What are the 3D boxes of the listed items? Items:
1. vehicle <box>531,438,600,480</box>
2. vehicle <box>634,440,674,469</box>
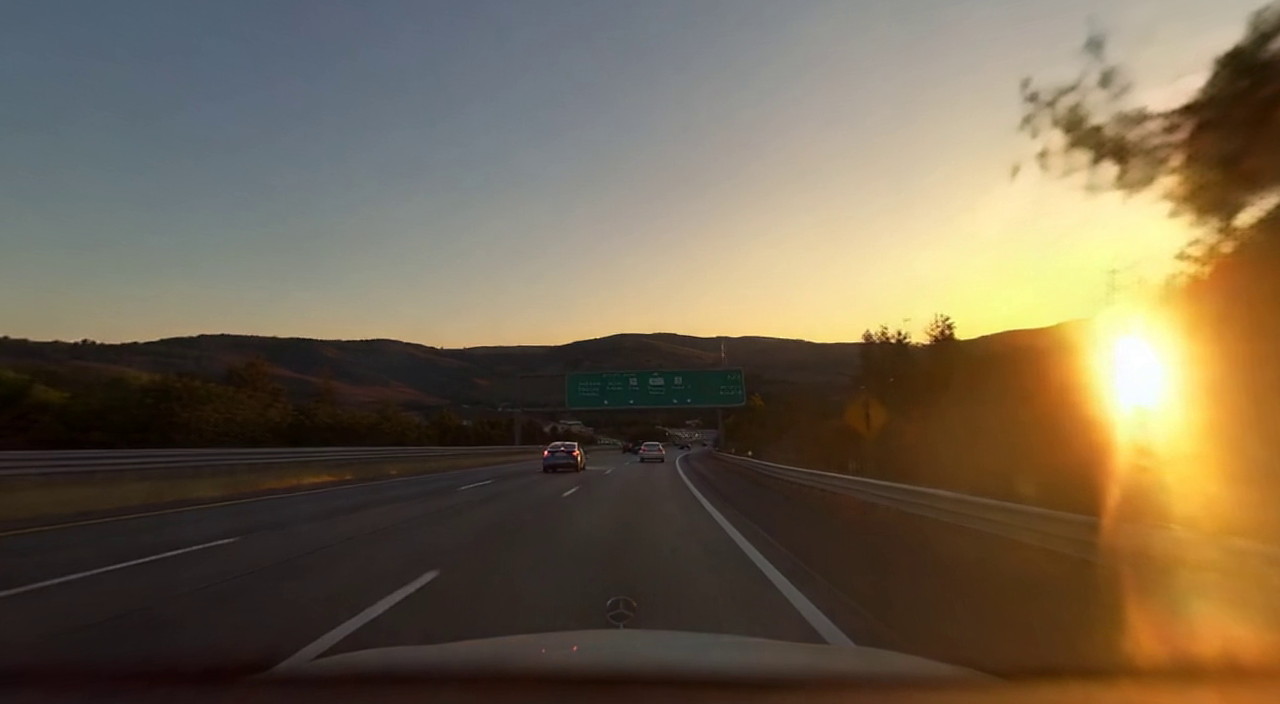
[{"bbox_3d":[-2.990,4.421,26.263,2.129,1.563,4.387,-1,-9,3],"label":"vehicle"},{"bbox_3d":[0.845,5.824,35.911,2.129,1.502,4.321,-1,-9,3],"label":"vehicle"}]
